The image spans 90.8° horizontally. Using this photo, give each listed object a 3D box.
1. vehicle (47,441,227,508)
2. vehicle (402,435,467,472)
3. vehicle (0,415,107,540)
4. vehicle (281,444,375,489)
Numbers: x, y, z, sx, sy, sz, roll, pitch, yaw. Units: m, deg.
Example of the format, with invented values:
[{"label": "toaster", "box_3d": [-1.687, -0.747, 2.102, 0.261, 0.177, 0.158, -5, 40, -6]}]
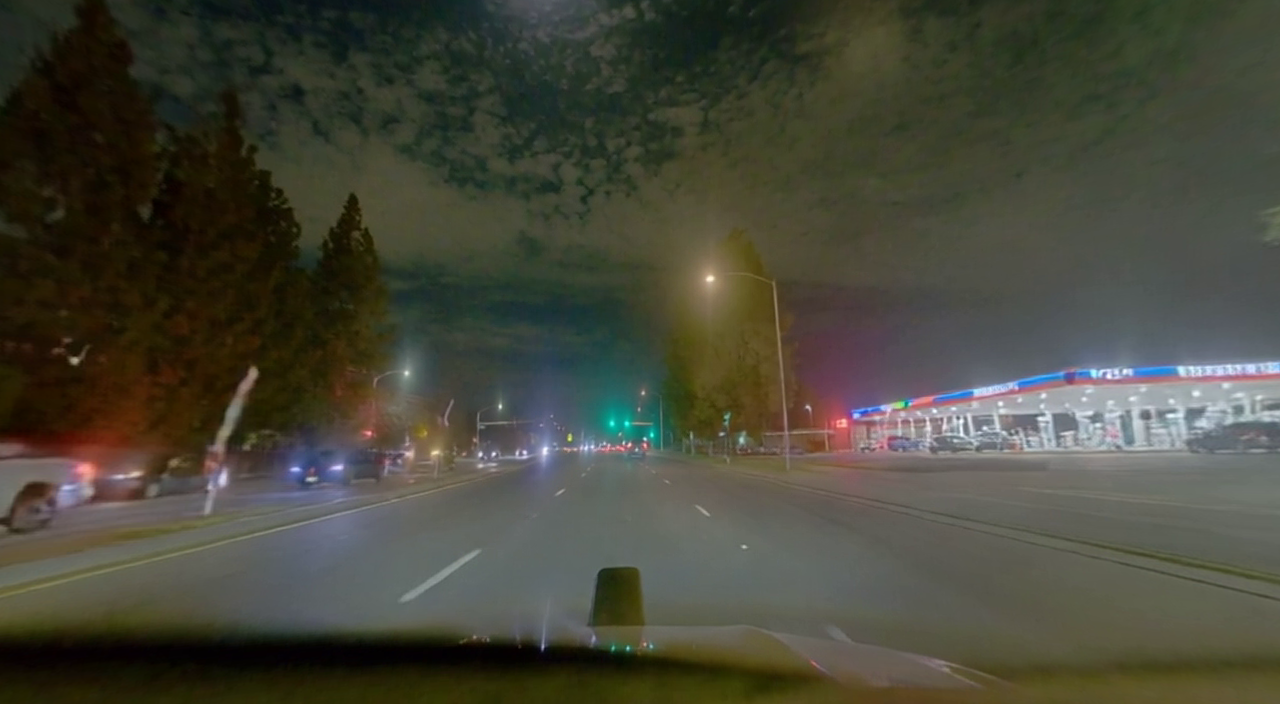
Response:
[{"label": "vehicle", "box_3d": [-14.909, 3.625, 19.128, 2.086, 1.702, 4.206, -2, -9, -2]}, {"label": "vehicle", "box_3d": [-11.885, 5.891, 36.931, 2.229, 1.957, 5.057, 0, -8, -2]}, {"label": "vehicle", "box_3d": [-11.064, 1.928, 9.290, 2.206, 1.922, 4.968, -3, -8, -1]}, {"label": "vehicle", "box_3d": [-11.351, 4.160, 23.246, 1.771, 1.508, 3.453, 0, -8, -2]}]
